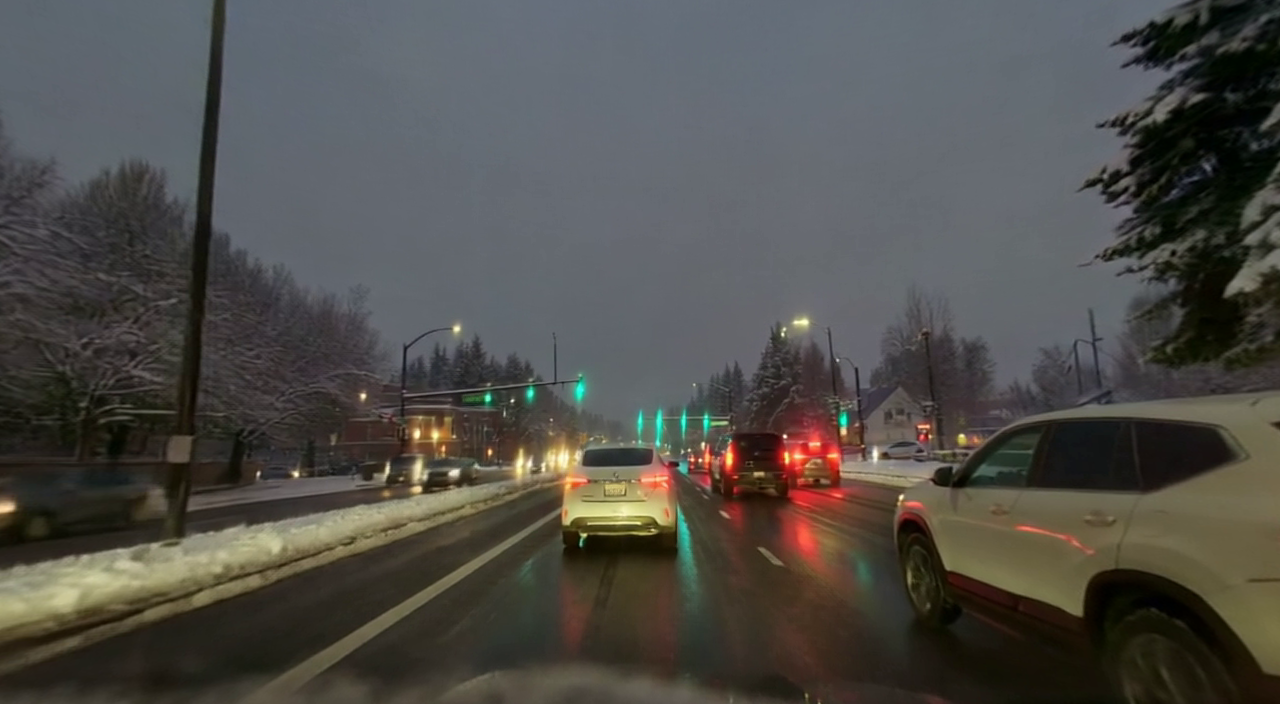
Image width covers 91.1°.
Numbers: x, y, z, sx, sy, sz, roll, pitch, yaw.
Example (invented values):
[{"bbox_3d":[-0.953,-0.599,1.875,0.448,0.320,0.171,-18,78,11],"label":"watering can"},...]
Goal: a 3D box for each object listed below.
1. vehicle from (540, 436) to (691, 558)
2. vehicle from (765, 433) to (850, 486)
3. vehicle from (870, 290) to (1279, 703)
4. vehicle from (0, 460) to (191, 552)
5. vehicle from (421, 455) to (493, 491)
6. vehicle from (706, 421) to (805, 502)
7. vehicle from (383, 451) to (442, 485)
[{"bbox_3d":[-0.301,2.343,10.870,2.111,1.676,4.018,0,-9,1],"label":"vehicle"},{"bbox_3d":[7.709,5.014,29.620,2.627,2.252,5.236,0,-9,1],"label":"vehicle"},{"bbox_3d":[3.306,1.052,4.078,1.982,1.960,4.427,0,-9,1],"label":"vehicle"},{"bbox_3d":[-12.709,3.273,14.026,1.926,1.598,4.509,0,-9,1],"label":"vehicle"},{"bbox_3d":[-8.678,5.759,30.199,2.050,1.498,4.238,0,-9,2],"label":"vehicle"},{"bbox_3d":[3.900,3.847,22.493,2.516,2.481,5.766,0,-9,1],"label":"vehicle"},{"bbox_3d":[-15.465,7.888,42.955,2.040,2.152,4.854,0,-9,2],"label":"vehicle"}]
